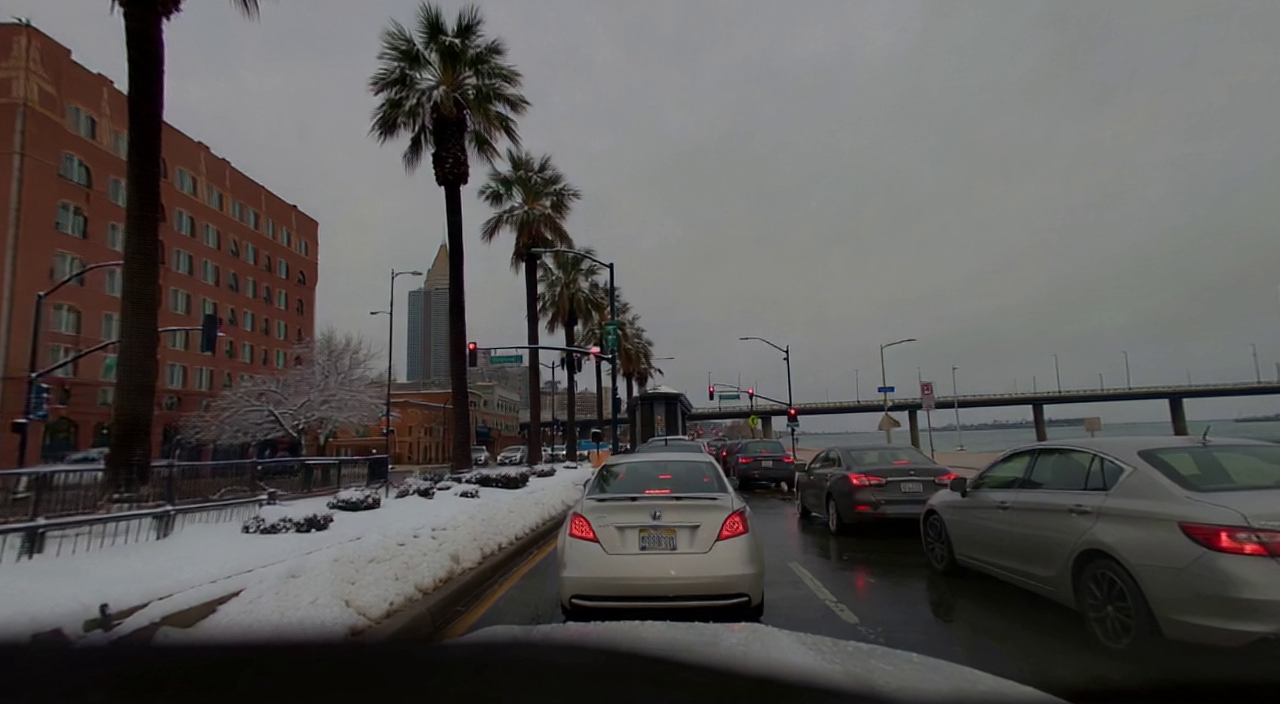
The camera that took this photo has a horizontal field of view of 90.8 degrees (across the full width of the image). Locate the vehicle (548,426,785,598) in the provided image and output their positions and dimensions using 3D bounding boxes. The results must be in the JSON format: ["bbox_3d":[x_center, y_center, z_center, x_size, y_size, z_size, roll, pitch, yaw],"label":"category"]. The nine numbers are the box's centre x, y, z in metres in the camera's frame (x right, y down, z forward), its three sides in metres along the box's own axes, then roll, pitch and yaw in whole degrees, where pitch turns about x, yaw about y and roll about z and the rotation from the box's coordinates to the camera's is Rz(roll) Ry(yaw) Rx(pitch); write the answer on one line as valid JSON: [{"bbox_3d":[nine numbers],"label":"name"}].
[{"bbox_3d":[0.261,1.706,7.510,2.093,1.503,3.681,0,-9,1],"label":"vehicle"}]

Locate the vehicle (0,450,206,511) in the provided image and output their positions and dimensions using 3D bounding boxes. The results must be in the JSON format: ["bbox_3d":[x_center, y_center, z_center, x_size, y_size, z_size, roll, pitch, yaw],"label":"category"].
[{"bbox_3d":[-16.129,3.803,19.289,2.022,1.604,4.495,-2,-9,11],"label":"vehicle"}]

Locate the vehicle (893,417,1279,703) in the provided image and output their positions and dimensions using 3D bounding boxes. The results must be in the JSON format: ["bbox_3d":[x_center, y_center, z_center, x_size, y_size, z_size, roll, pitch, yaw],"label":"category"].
[{"bbox_3d":[3.912,1.364,5.094,1.913,1.469,4.425,0,-9,0],"label":"vehicle"}]

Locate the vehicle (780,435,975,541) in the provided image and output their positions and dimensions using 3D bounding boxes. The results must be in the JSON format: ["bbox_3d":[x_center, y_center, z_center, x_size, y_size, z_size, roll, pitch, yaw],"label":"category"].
[{"bbox_3d":[3.893,2.290,11.315,1.920,1.490,4.417,-1,-9,2],"label":"vehicle"}]
